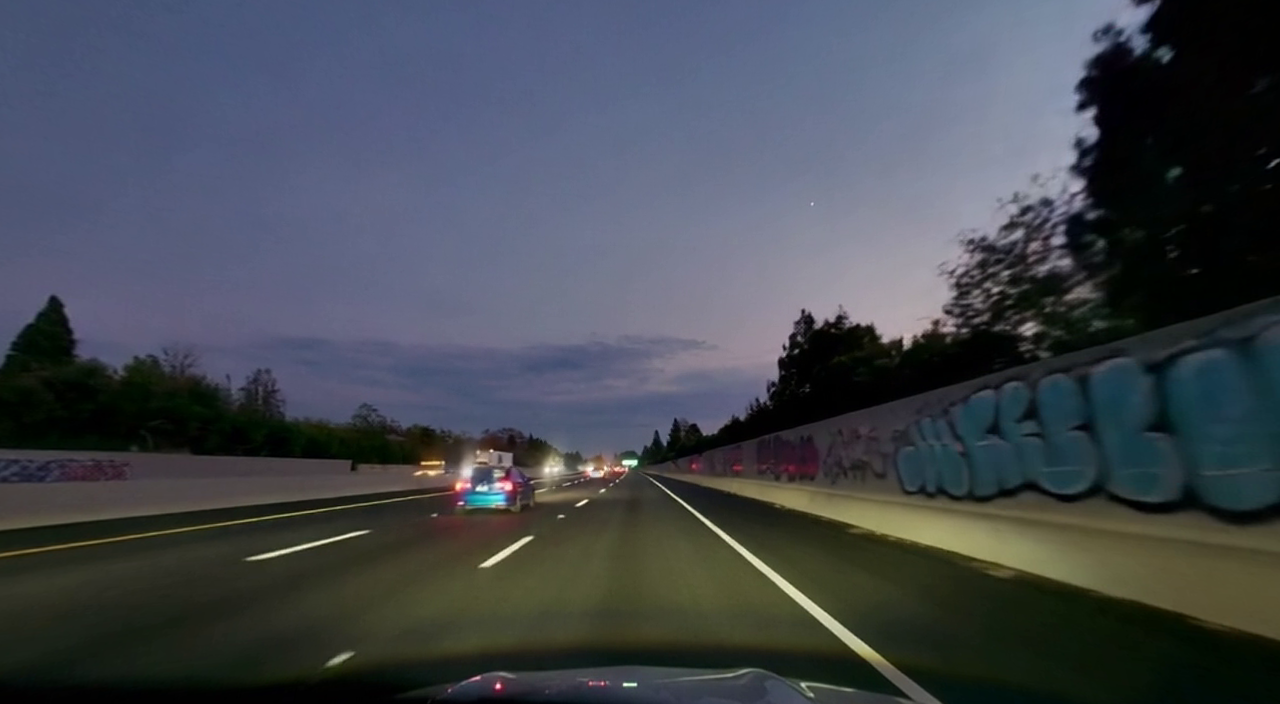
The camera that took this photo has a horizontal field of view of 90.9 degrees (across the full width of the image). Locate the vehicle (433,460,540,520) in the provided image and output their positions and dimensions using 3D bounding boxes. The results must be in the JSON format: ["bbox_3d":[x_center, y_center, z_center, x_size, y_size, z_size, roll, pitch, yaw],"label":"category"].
[{"bbox_3d":[-4.088,3.745,17.419,1.941,1.437,3.829,1,-10,0],"label":"vehicle"}]
